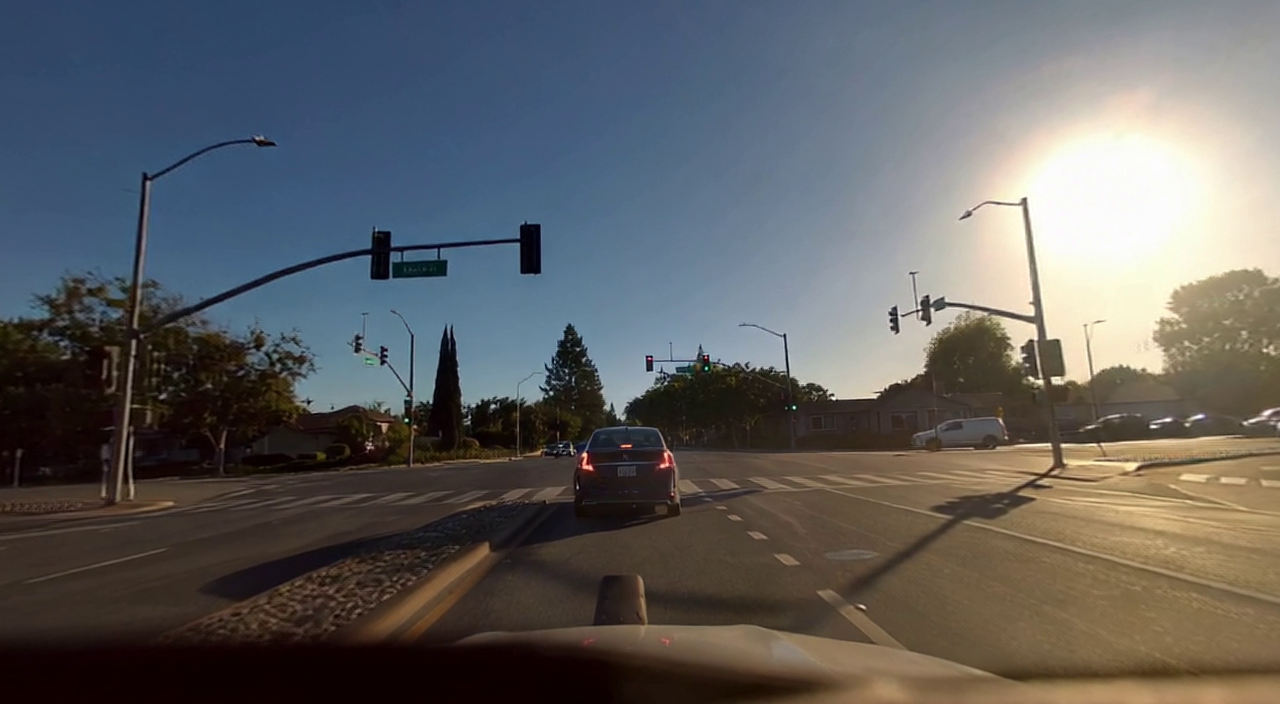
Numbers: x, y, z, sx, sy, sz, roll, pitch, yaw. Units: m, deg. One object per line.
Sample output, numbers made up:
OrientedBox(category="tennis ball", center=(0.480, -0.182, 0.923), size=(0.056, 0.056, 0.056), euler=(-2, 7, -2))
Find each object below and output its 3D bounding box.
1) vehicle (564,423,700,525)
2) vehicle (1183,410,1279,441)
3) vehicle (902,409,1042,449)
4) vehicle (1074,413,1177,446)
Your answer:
OrientedBox(category="vehicle", center=(0.042, 2.180, 11.953), size=(2.074, 1.570, 3.647), euler=(0, -8, 7))
OrientedBox(category="vehicle", center=(35.932, 4.421, 37.984), size=(4.735, 1.784, 2.094), euler=(1, -7, -3))
OrientedBox(category="vehicle", center=(17.881, 4.201, 34.355), size=(6.025, 2.000, 2.876), euler=(1, -7, -2))
OrientedBox(category="vehicle", center=(28.671, 4.593, 37.402), size=(4.557, 1.899, 1.996), euler=(1, -8, -5))
